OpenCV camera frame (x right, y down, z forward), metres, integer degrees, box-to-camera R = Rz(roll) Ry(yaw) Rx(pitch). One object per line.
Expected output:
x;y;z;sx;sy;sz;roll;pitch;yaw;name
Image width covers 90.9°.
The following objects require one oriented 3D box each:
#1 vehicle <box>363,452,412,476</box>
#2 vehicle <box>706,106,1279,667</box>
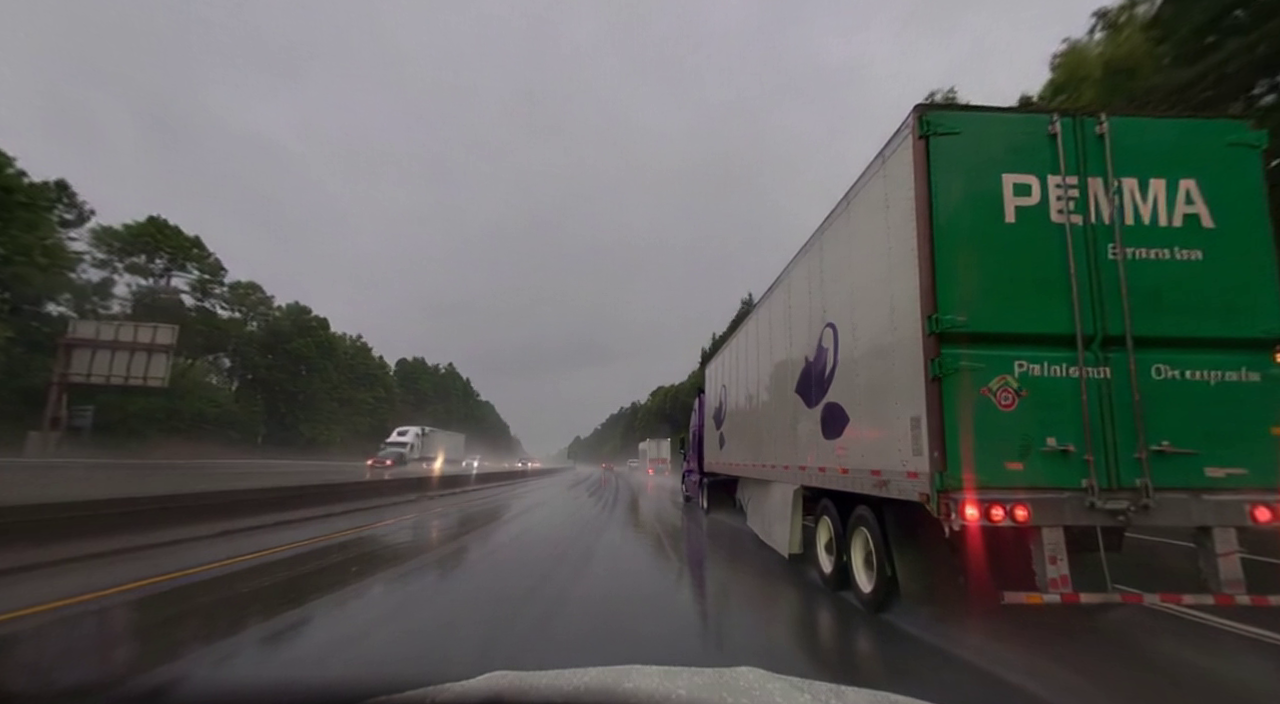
-17.265;7.683;43.223;1.811;1.511;3.773;1;-10;-1;vehicle
3.463;1.367;11.443;2.856;4.040;14.009;1;-10;-1;vehicle
